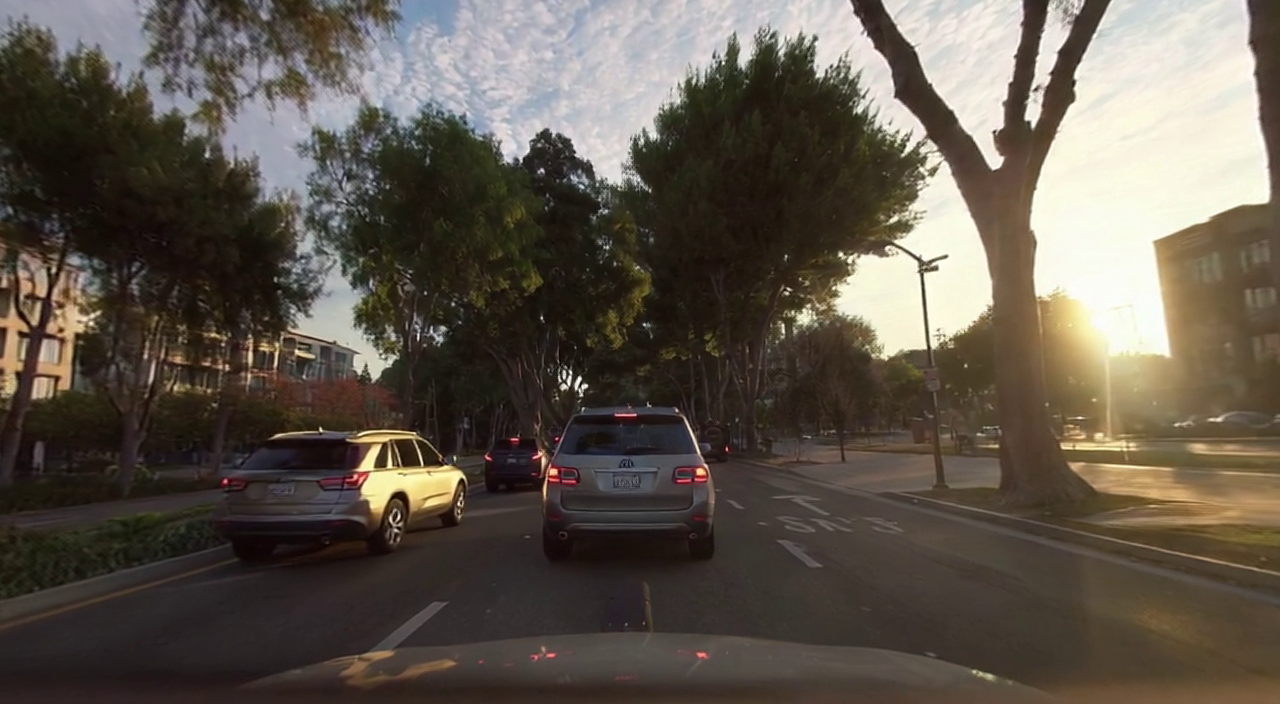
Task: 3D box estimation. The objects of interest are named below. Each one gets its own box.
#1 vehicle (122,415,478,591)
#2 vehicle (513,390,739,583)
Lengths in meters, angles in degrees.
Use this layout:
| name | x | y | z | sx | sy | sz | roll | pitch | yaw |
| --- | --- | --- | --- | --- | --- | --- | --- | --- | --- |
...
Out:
| name | x | y | z | sx | sy | sz | roll | pitch | yaw |
| --- | --- | --- | --- | --- | --- | --- | --- | --- | --- |
| vehicle | -3.771 | 1.743 | 8.248 | 1.959 | 1.614 | 4.676 | 0 | -8 | 1 |
| vehicle | -0.115 | 1.539 | 7.896 | 2.075 | 1.770 | 4.018 | 0 | -8 | 0 |
